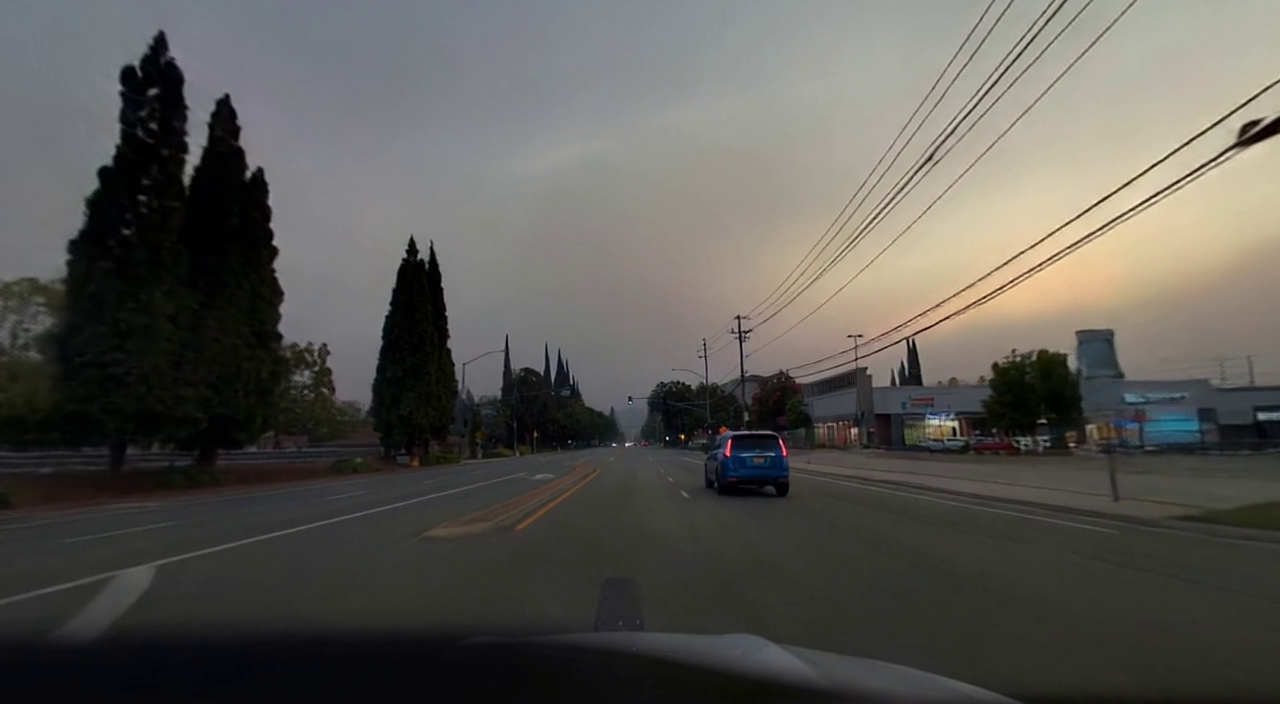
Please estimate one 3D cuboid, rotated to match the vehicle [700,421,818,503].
[{"bbox_3d":[2.907,2.820,16.596,2.060,1.820,4.713,0,-9,-2],"label":"vehicle"}]
